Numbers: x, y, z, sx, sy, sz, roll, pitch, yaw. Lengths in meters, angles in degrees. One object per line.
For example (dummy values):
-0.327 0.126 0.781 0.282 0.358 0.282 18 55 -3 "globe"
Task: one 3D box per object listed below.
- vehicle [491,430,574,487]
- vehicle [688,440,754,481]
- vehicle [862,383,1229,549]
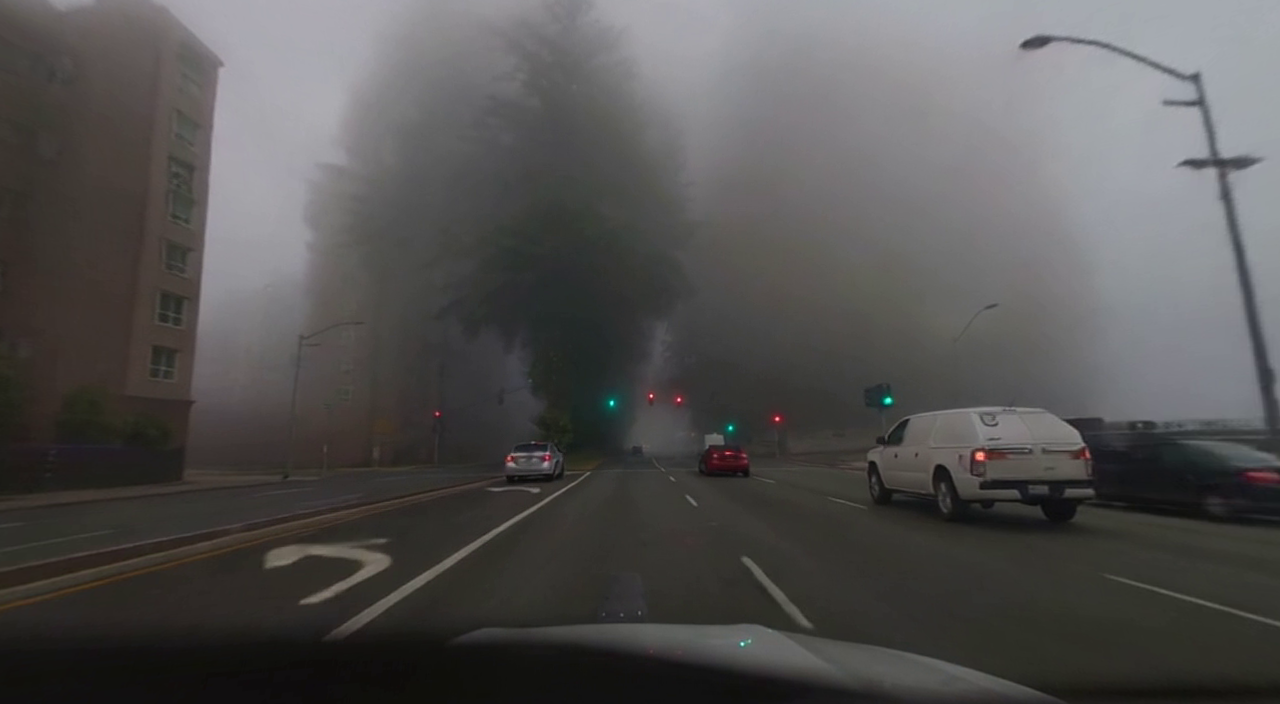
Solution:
-3.458 3.555 21.265 2.065 1.716 4.265 0 -9 0 "vehicle"
3.152 4.331 25.493 2.003 1.480 4.494 0 -9 -1 "vehicle"
5.982 1.826 10.676 2.427 2.017 5.763 0 -9 1 "vehicle"
